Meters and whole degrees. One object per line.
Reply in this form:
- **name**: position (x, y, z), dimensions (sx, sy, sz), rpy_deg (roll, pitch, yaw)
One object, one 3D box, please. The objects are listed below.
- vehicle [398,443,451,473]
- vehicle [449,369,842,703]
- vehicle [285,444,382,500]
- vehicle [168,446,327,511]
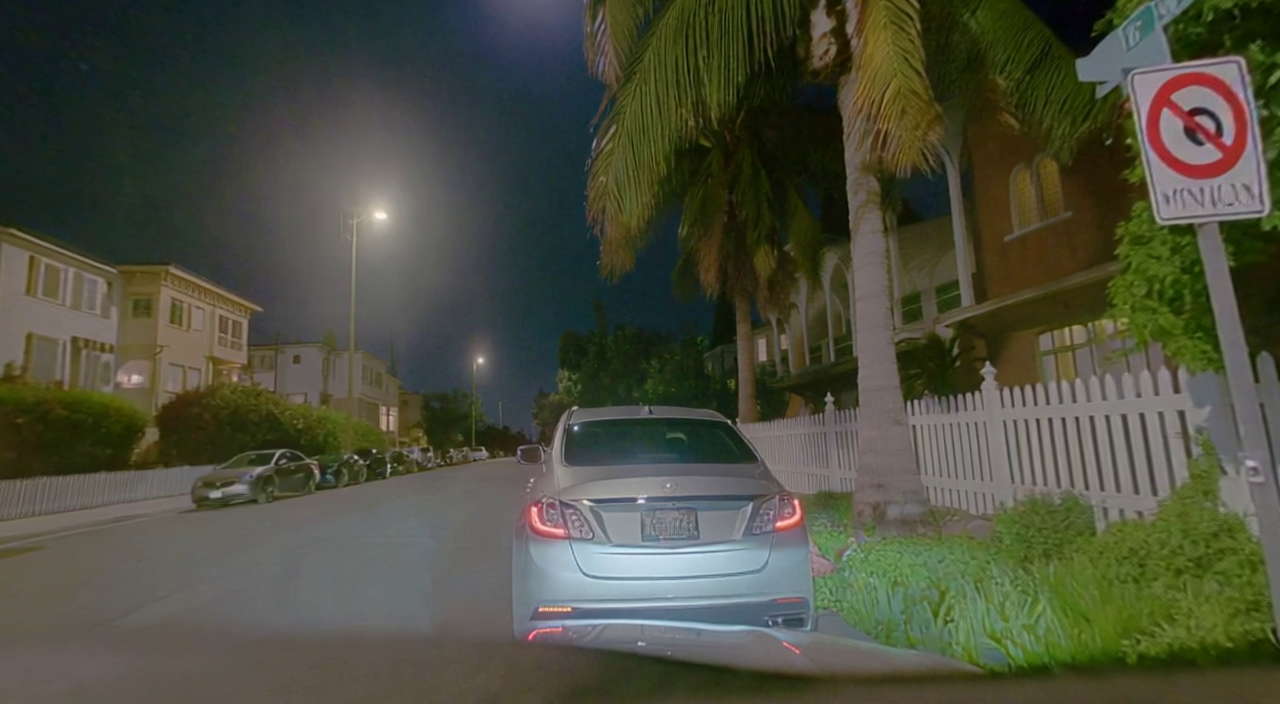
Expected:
- **vehicle**: position (-13.132, 6.461, 38.685), dimensions (2.060, 1.689, 4.999), rpy_deg (1, -8, -7)
- **vehicle**: position (-0.131, 1.211, 4.995), dimensions (1.894, 1.695, 3.795), rpy_deg (1, -8, -6)
- **vehicle**: position (-12.131, 4.703, 25.284), dimensions (2.048, 1.485, 4.757), rpy_deg (-4, -4, -8)
- **vehicle**: position (-11.384, 3.648, 18.804), dimensions (2.017, 1.627, 5.039), rpy_deg (1, -8, -7)
